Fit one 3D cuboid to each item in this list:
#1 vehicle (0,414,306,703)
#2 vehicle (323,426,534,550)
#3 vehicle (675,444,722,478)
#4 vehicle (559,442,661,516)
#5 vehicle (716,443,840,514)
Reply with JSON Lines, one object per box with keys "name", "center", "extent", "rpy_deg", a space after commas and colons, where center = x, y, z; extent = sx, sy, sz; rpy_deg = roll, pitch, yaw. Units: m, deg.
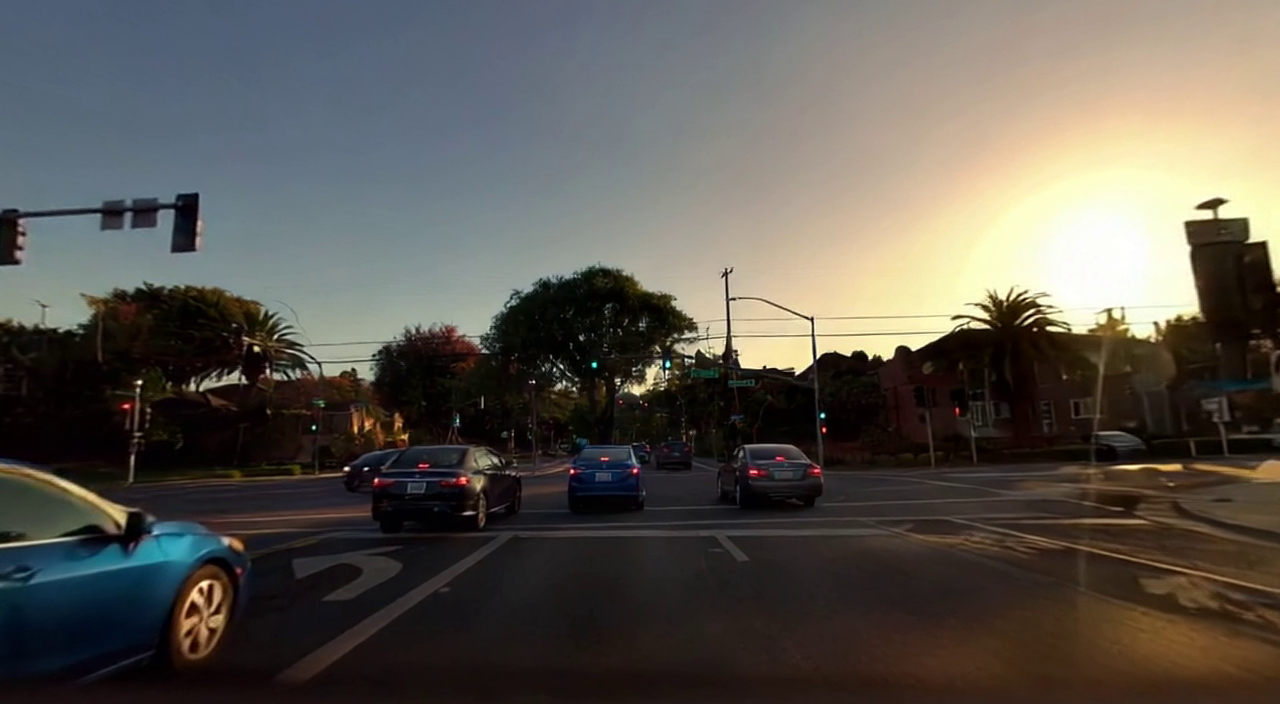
{"name": "vehicle", "center": [-3.650, 1.006, 2.607], "extent": [2.058, 1.474, 4.473], "rpy_deg": [0, -8, 0]}
{"name": "vehicle", "center": [-3.305, 2.223, 11.071], "extent": [2.024, 1.701, 4.572], "rpy_deg": [0, -8, 1]}
{"name": "vehicle", "center": [2.921, 5.573, 32.557], "extent": [1.956, 1.615, 4.205], "rpy_deg": [0, -8, -1]}
{"name": "vehicle", "center": [-0.610, 2.898, 14.940], "extent": [2.104, 1.500, 3.815], "rpy_deg": [0, -8, 0]}
{"name": "vehicle", "center": [3.190, 3.008, 15.601], "extent": [2.014, 1.464, 4.312], "rpy_deg": [0, -8, -1]}
